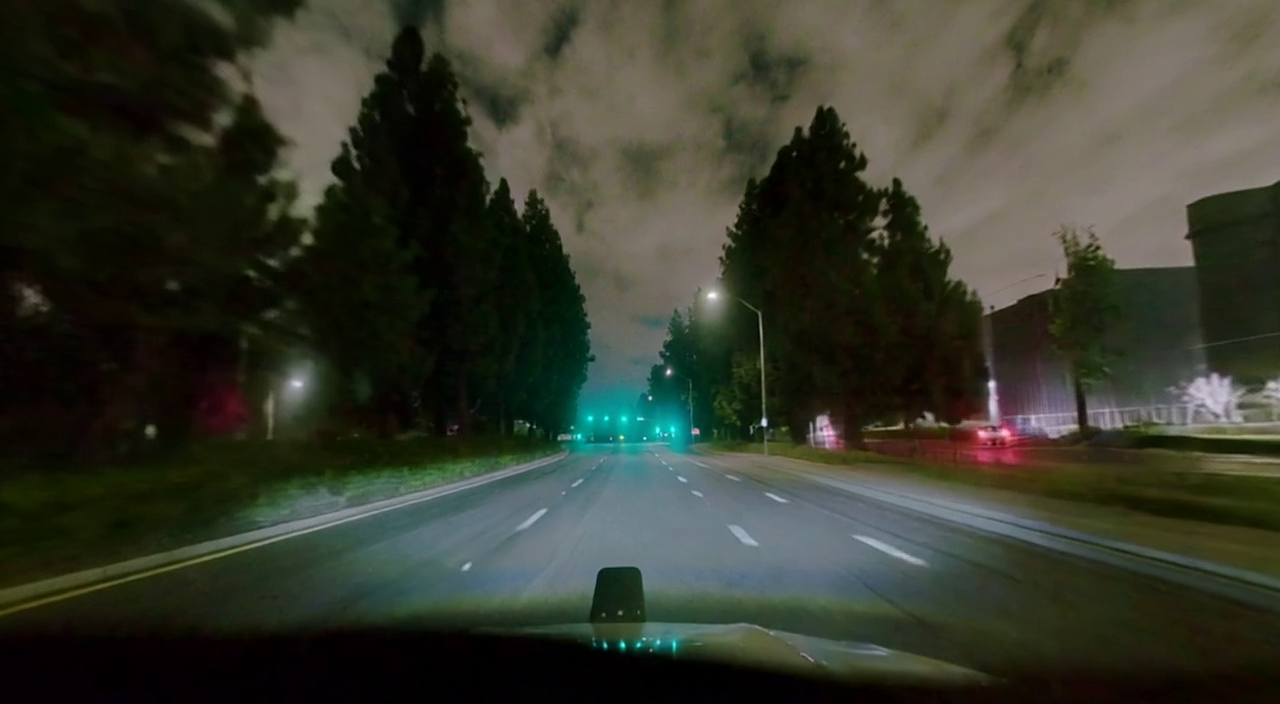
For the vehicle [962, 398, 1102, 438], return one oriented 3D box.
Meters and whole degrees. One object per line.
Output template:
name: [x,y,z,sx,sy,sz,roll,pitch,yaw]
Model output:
vehicle: [29.126,4.944,47.166,8.483,2.834,2.843,0,-8,-1]
